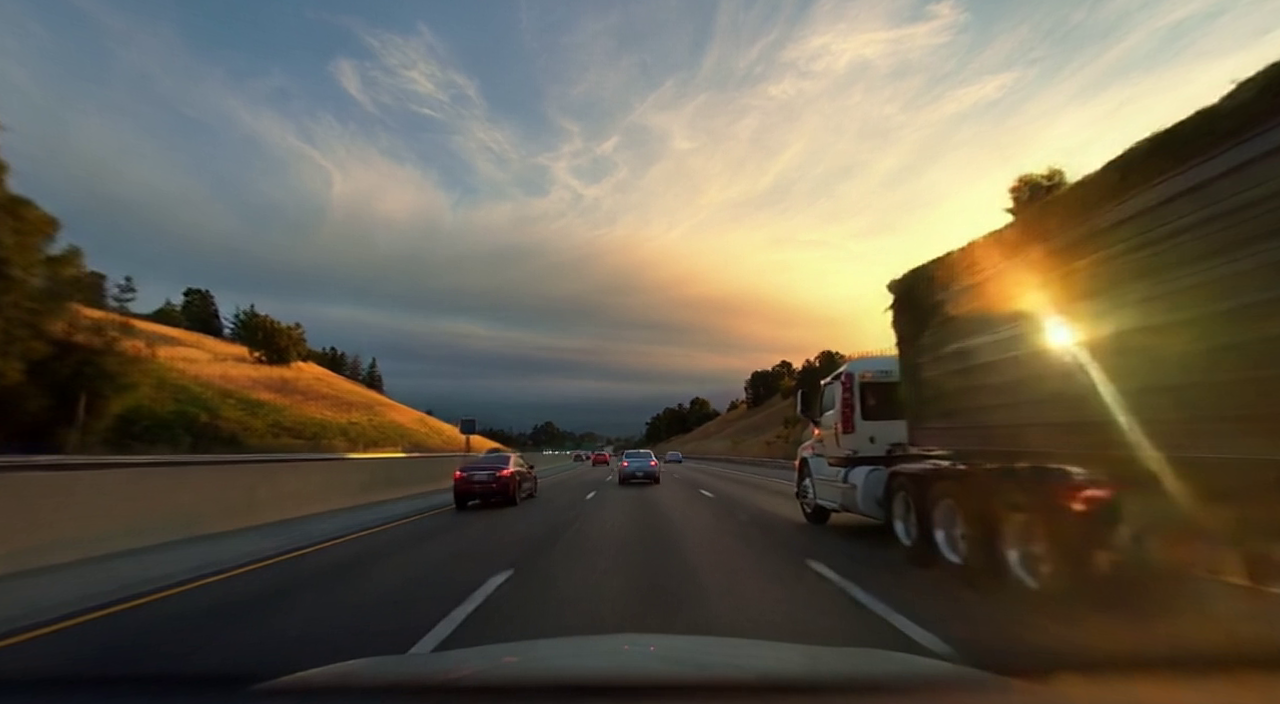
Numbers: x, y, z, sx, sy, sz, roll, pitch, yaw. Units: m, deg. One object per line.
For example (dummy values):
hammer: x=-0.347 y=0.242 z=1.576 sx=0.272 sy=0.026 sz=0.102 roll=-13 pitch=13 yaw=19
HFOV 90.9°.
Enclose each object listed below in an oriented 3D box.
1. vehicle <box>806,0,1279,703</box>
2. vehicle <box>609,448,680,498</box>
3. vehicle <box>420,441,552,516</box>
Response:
vehicle: x=4.463 y=-0.103 z=3.846 sx=2.905 sy=4.109 sz=14.332 roll=0 pitch=-9 yaw=0
vehicle: x=0.088 y=3.781 z=20.036 sx=2.023 sy=1.400 sz=4.028 roll=0 pitch=-9 yaw=-1
vehicle: x=-3.604 y=3.056 z=15.725 sx=2.153 sy=1.581 sz=4.375 roll=0 pitch=-9 yaw=0
